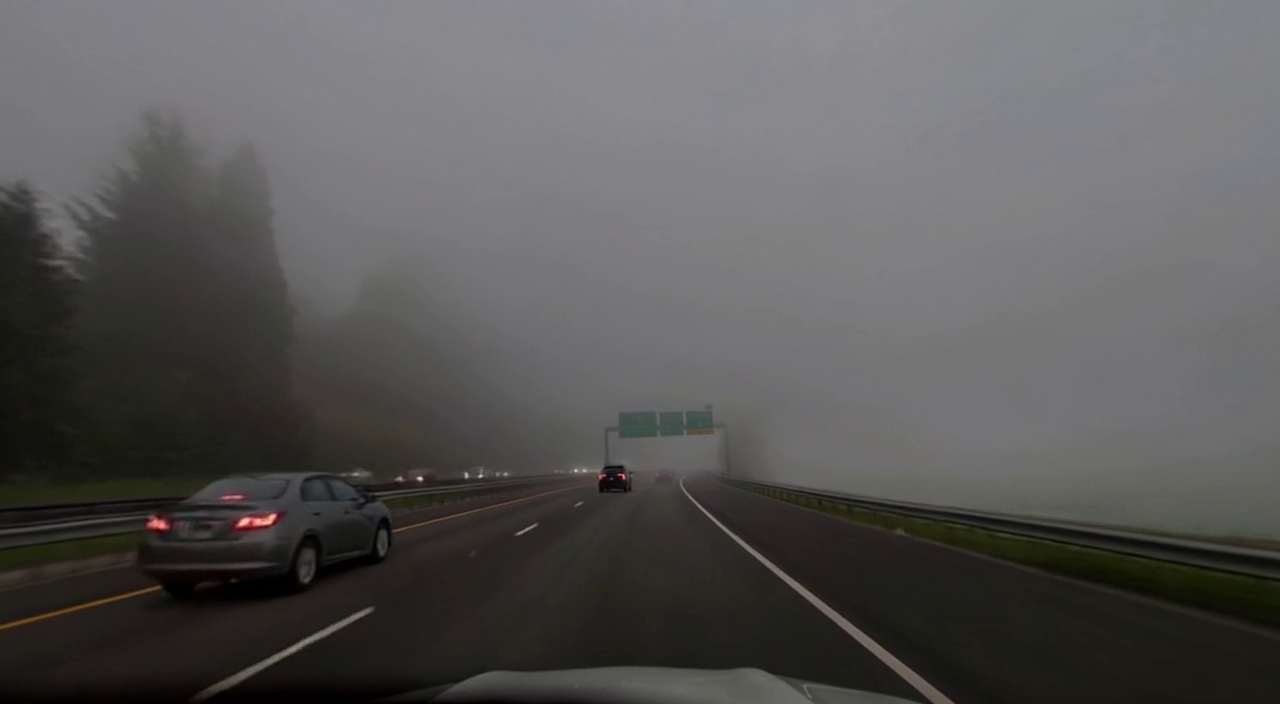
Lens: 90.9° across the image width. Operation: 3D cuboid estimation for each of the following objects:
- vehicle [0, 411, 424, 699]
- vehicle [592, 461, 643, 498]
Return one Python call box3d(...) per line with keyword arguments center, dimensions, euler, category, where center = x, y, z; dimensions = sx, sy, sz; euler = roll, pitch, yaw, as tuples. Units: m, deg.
box3d(center=(-3.958, 1.550, 5.936), dimensions=(2.063, 1.556, 4.740), euler=(1, -11, 1), category="vehicle")
box3d(center=(-0.979, 5.992, 29.769), dimensions=(2.000, 1.594, 3.996), euler=(1, -11, 4), category="vehicle")
